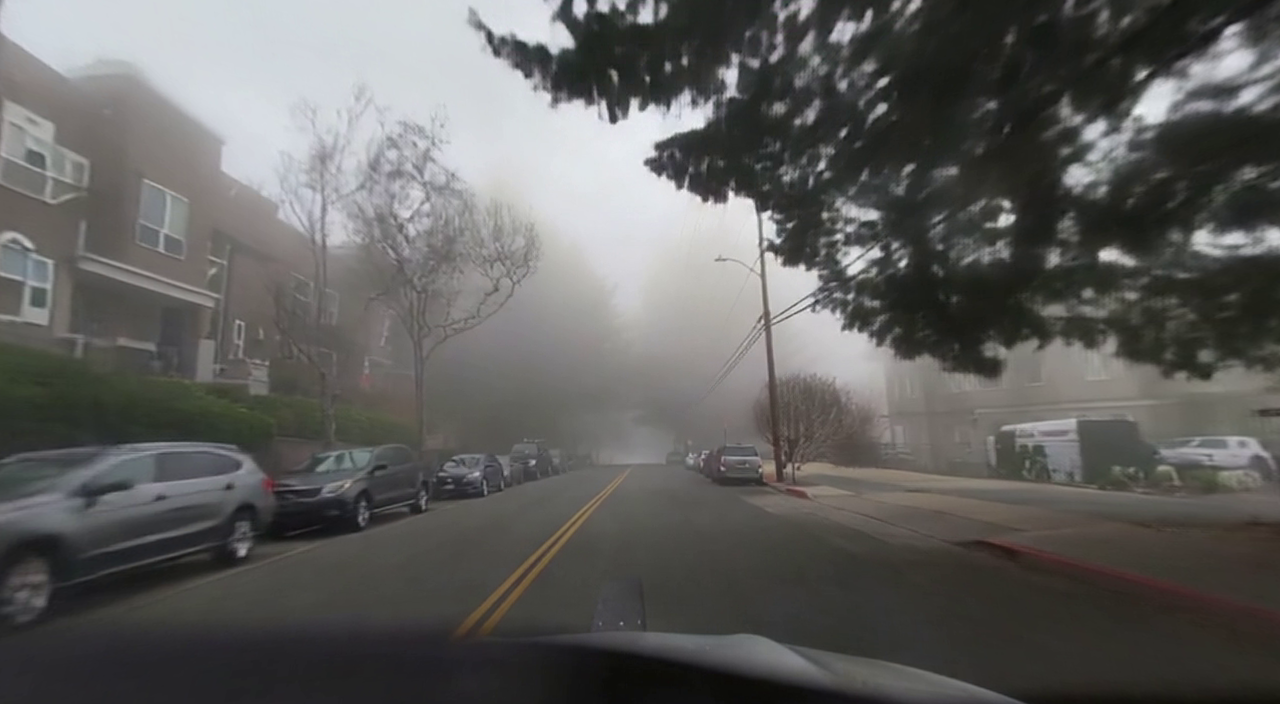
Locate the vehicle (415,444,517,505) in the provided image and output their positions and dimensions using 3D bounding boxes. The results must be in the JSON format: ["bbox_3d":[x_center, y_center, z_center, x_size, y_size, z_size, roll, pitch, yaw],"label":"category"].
[{"bbox_3d":[-6.045,4.283,22.529,2.247,1.698,4.944,-3,-7,0],"label":"vehicle"}]

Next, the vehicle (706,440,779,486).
[{"bbox_3d":[4.106,4.540,25.972,2.328,1.730,4.225,0,-8,0],"label":"vehicle"}]

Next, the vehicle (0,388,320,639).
[{"bbox_3d":[-6.213,1.746,7.215,2.120,1.989,5.616,-3,-10,0],"label":"vehicle"}]

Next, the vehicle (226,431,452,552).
[{"bbox_3d":[-6.125,2.814,13.865,2.063,1.936,5.919,-4,-8,0],"label":"vehicle"}]

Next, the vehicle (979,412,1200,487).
[{"bbox_3d":[14.042,3.151,20.488,2.229,2.040,6.832,0,-8,1],"label":"vehicle"}]
